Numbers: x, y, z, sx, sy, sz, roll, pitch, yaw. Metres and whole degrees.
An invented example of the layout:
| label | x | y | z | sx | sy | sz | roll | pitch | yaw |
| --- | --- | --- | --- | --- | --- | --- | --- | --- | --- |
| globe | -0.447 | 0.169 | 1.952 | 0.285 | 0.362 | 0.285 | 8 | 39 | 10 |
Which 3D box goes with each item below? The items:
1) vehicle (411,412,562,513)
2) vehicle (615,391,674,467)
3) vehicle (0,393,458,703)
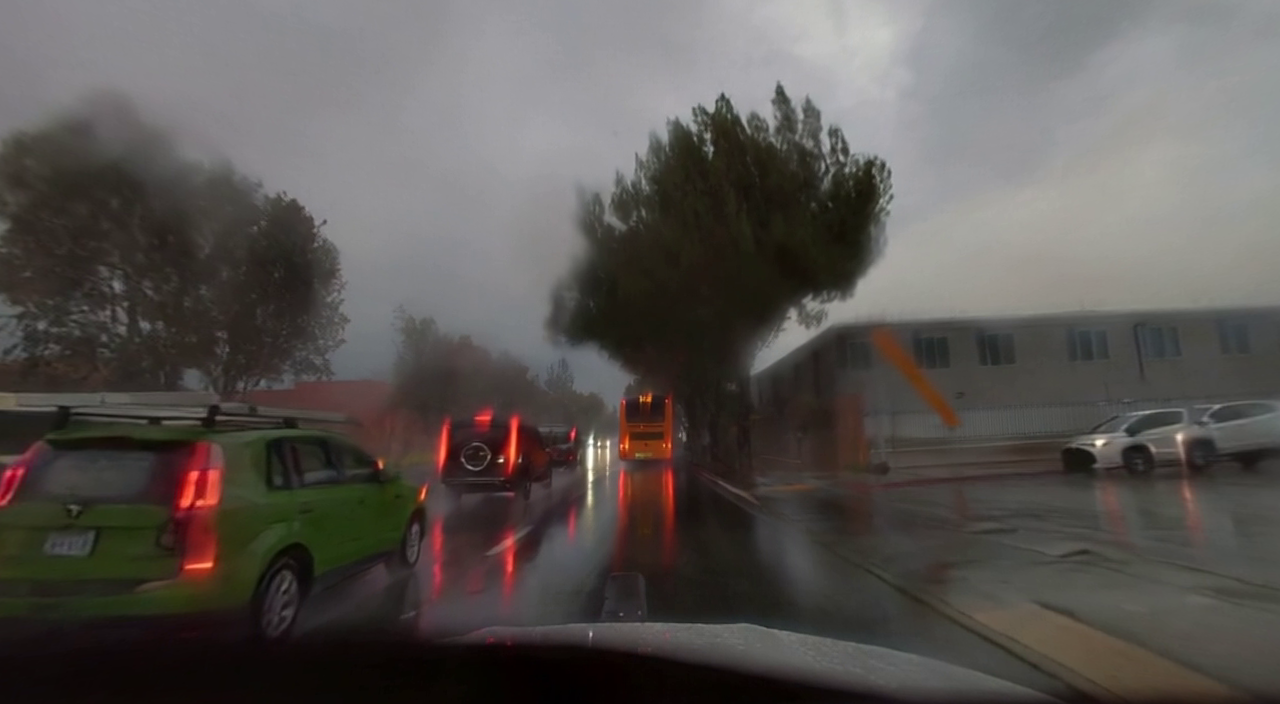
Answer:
| label | x | y | z | sx | sy | sz | roll | pitch | yaw |
| --- | --- | --- | --- | --- | --- | --- | --- | --- | --- |
| vehicle | -3.213 | 2.467 | 14.519 | 2.095 | 1.892 | 5.043 | 0 | -9 | 1 |
| vehicle | 0.330 | 4.812 | 38.053 | 2.970 | 3.857 | 12.200 | 0 | -9 | 1 |
| vehicle | -3.290 | 1.328 | 5.408 | 2.042 | 1.571 | 4.475 | 0 | -9 | 1 |
